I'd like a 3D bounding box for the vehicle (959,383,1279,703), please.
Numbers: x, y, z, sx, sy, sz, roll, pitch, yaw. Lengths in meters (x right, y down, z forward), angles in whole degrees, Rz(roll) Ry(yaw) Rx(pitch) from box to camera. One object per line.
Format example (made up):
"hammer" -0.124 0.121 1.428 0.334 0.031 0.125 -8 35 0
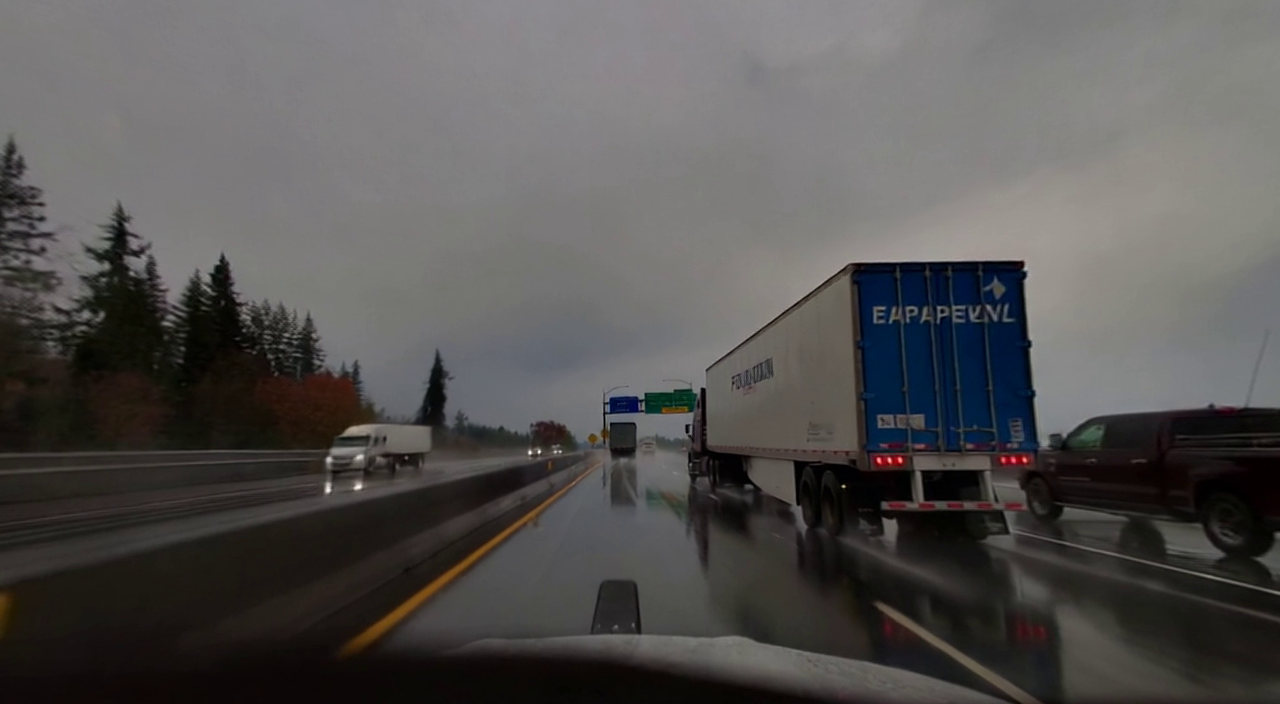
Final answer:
"vehicle" 4.625 1.123 4.539 4.253 1.543 2.045 4 -9 -30

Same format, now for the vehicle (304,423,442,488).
"vehicle" -12.431 4.914 30.565 2.774 2.621 9.453 0 -8 -1

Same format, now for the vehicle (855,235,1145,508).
"vehicle" 4.325 0.305 8.032 2.244 3.047 2.035 0 -8 -2

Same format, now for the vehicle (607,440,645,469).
"vehicle" -0.772 5.548 34.274 1.943 1.491 3.459 0 -8 -2
